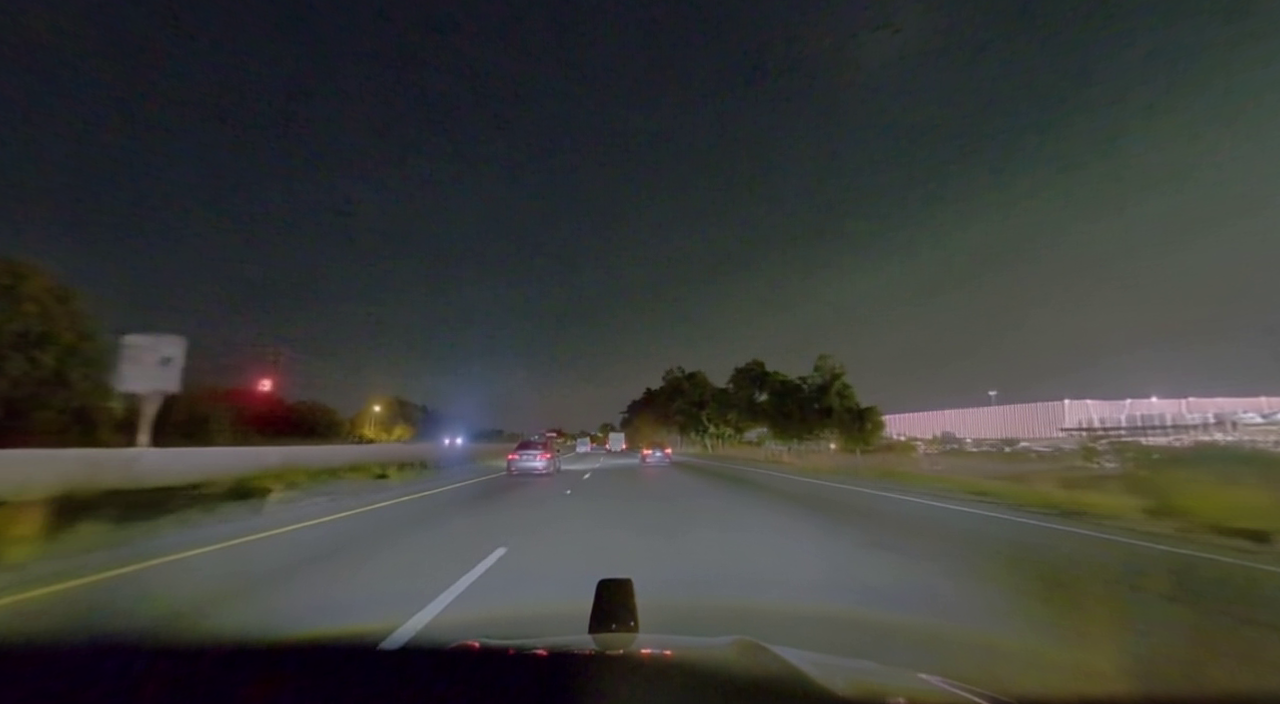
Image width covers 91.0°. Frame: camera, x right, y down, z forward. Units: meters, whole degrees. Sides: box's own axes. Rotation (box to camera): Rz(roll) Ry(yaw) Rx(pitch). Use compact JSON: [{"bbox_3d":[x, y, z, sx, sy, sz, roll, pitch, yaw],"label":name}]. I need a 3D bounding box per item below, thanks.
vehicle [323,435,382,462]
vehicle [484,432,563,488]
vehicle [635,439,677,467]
[{"bbox_3d":[-18.017,6.057,39.663,1.982,1.612,4.185,0,-8,-4],"label":"vehicle"},{"bbox_3d":[-3.935,3.720,22.107,2.080,1.733,4.410,0,-8,-2],"label":"vehicle"},{"bbox_3d":[0.912,6.171,38.723,2.078,1.608,3.982,0,-8,-6],"label":"vehicle"}]
